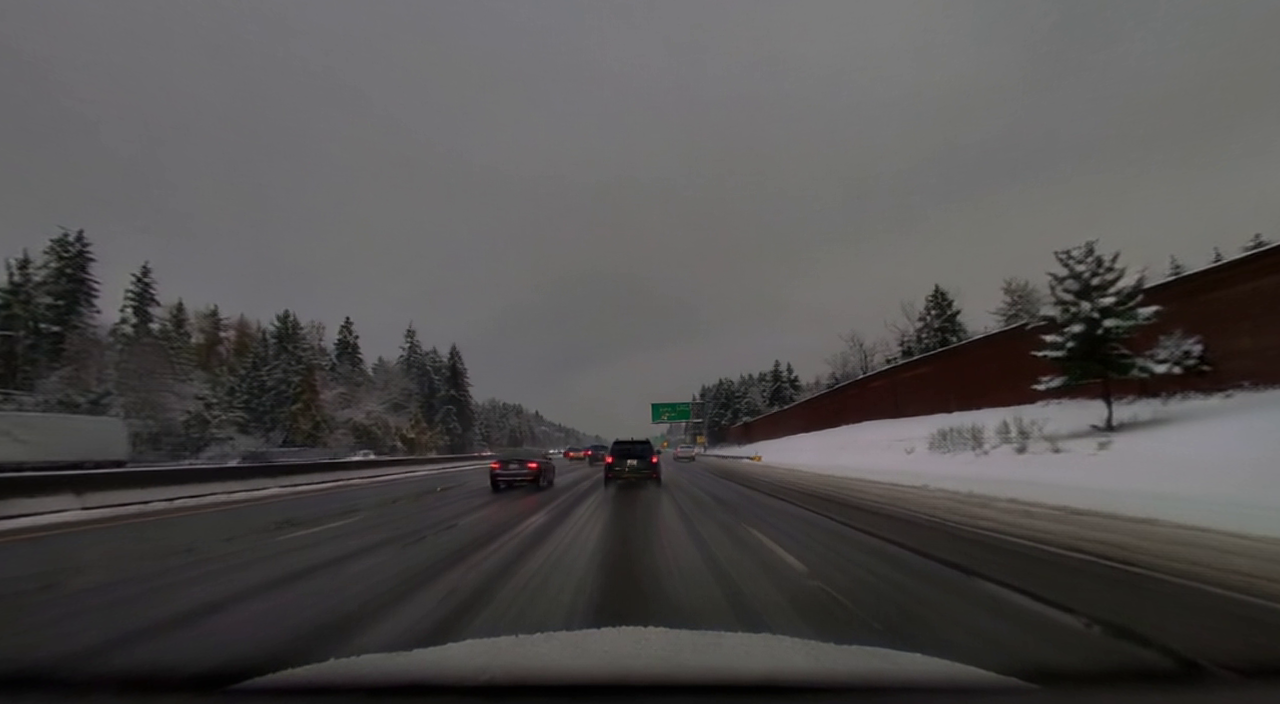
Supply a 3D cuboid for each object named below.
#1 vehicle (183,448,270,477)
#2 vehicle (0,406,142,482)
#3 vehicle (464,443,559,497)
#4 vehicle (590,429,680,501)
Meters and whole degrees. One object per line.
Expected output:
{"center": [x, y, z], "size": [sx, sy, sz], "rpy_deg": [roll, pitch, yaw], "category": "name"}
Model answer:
{"center": [-24.641, 6.600, 37.853], "size": [1.937, 1.595, 4.750], "rpy_deg": [0, -9, 1], "category": "vehicle"}
{"center": [-28.873, 4.467, 30.503], "size": [2.736, 3.238, 8.017], "rpy_deg": [0, -9, 2], "category": "vehicle"}
{"center": [-3.749, 3.519, 19.242], "size": [1.967, 1.442, 4.143], "rpy_deg": [0, -9, 1], "category": "vehicle"}
{"center": [-0.120, 3.157, 17.982], "size": [2.233, 1.804, 4.273], "rpy_deg": [0, -9, 0], "category": "vehicle"}
